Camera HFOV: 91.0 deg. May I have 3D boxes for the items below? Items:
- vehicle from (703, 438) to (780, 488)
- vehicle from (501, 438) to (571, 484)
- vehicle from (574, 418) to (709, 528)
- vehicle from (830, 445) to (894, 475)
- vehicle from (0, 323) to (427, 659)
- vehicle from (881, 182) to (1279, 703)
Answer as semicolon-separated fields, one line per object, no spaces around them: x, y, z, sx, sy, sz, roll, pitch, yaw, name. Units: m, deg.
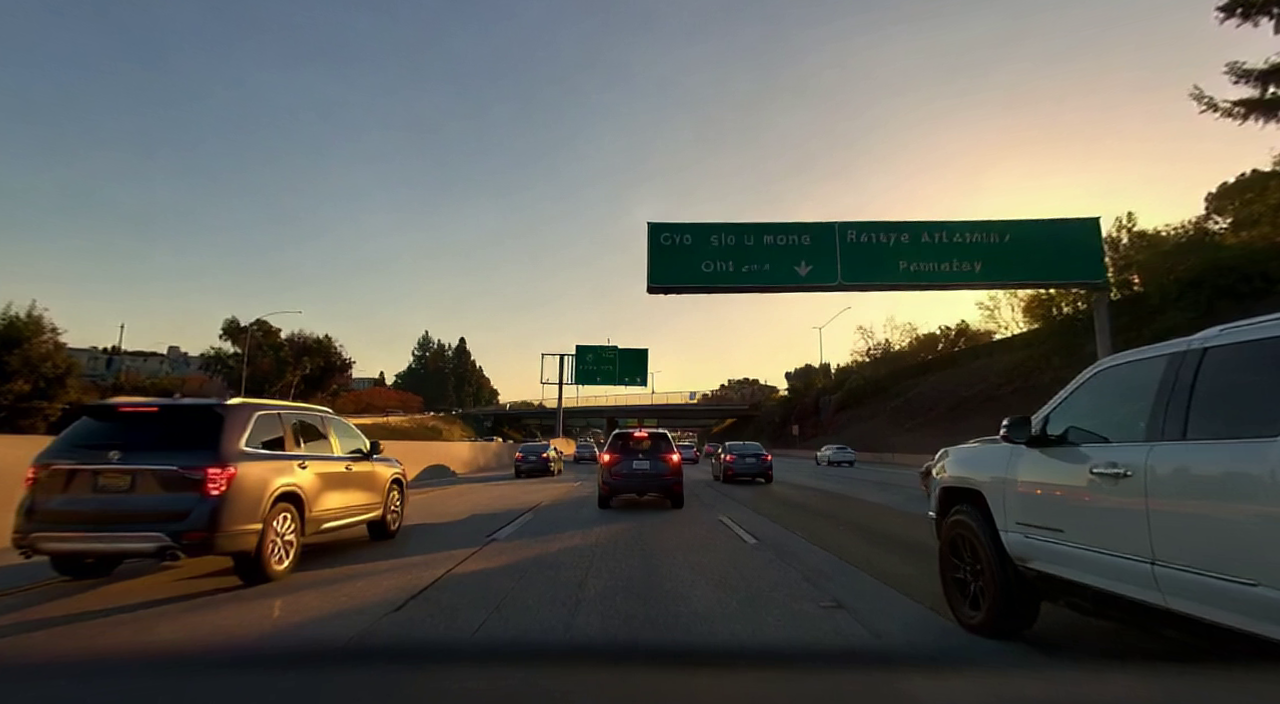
3.598;4.029;23.186;2.022;1.633;4.651;1;-9;-1;vehicle
-4.088;4.365;25.496;1.982;1.655;4.604;0;-9;1;vehicle
0.048;2.287;12.406;2.181;1.756;4.167;0;-9;1;vehicle
12.379;6.032;35.372;1.797;1.557;4.653;1;-9;-1;vehicle
-4.568;1.300;7.036;2.212;2.101;6.052;0;-9;0;vehicle
3.473;0.680;3.315;2.300;2.242;5.327;0;-9;0;vehicle
